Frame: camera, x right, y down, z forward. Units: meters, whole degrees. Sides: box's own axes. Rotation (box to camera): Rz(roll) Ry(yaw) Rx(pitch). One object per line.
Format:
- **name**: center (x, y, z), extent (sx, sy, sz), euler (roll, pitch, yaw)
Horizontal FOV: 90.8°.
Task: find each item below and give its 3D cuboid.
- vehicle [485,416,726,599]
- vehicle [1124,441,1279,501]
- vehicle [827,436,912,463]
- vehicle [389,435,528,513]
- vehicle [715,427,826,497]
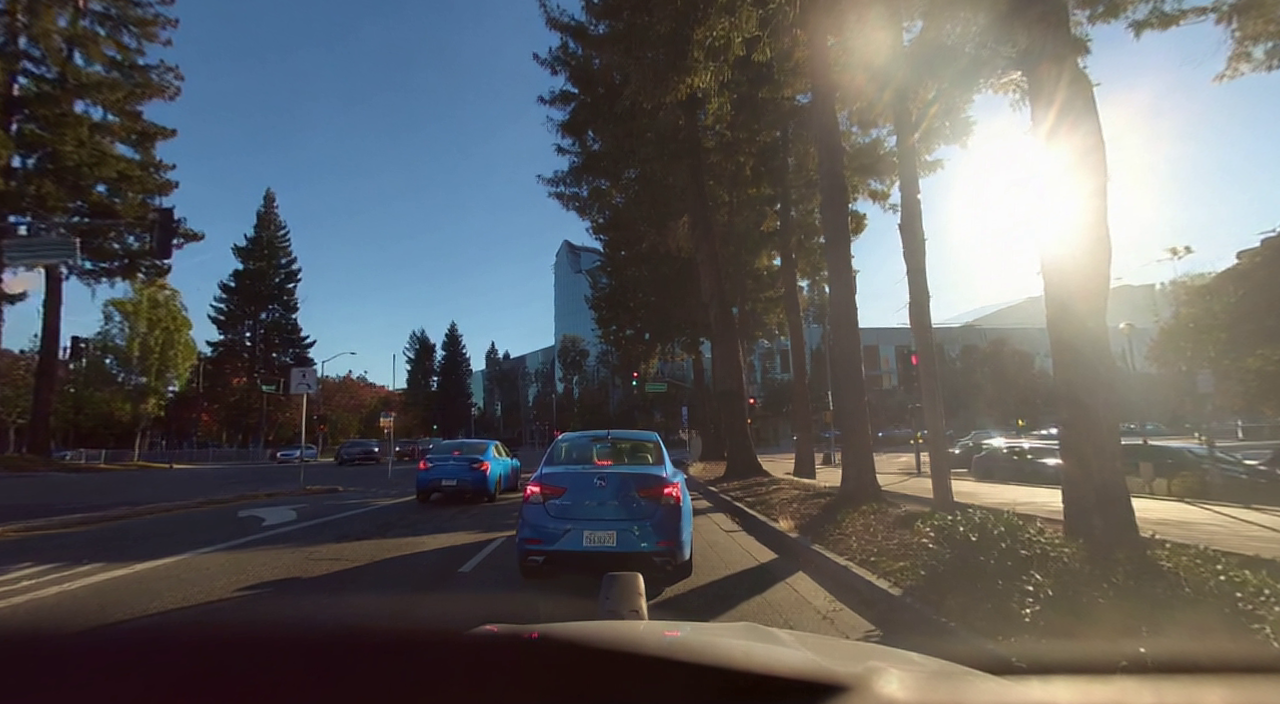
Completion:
- **vehicle**: center (-0.357, 1.633, 7.536), extent (2.045, 1.533, 4.183), euler (0, -8, -2)
- **vehicle**: center (15.192, 3.011, 16.270), extent (3.951, 1.418, 1.842), euler (0, -8, -3)
- **vehicle**: center (13.901, 5.927, 38.465), extent (4.419, 1.619, 1.894), euler (1, -9, -8)
- **vehicle**: center (-3.763, 2.587, 13.854), extent (1.998, 1.452, 3.773), euler (0, -8, -1)
- **vehicle**: center (3.430, 2.992, 17.506), extent (2.028, 1.678, 4.220), euler (0, -8, -2)
